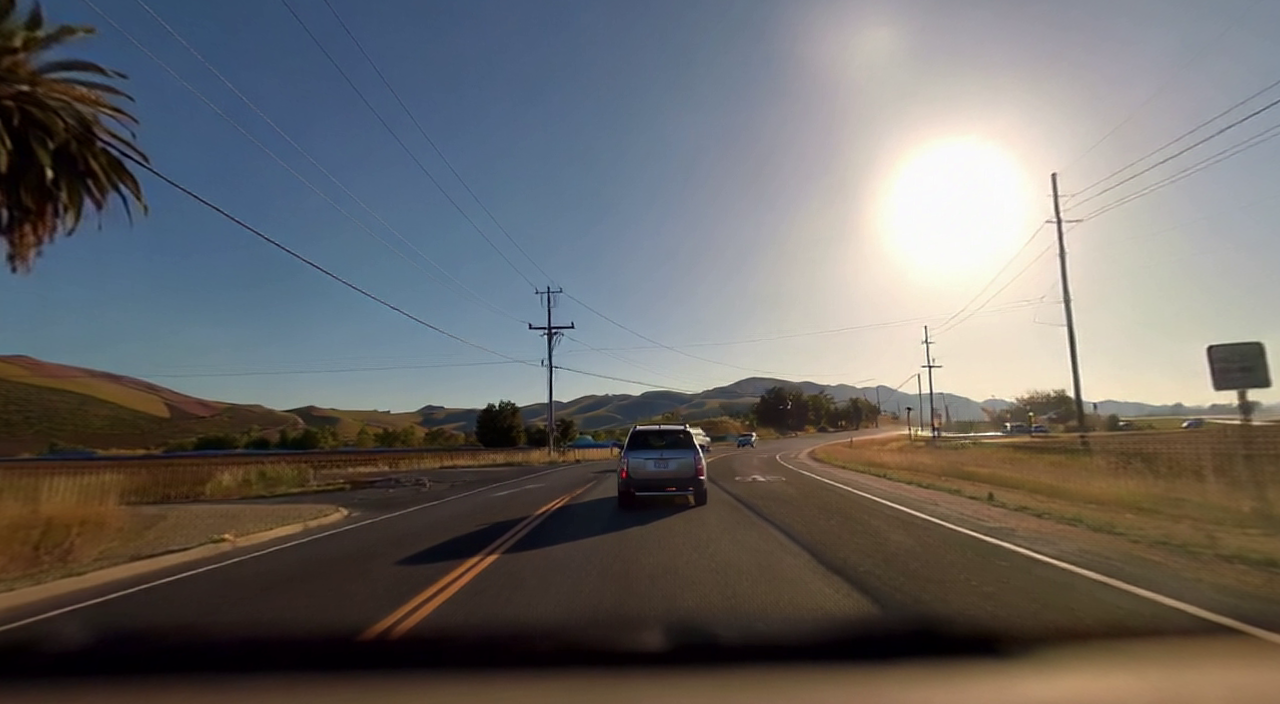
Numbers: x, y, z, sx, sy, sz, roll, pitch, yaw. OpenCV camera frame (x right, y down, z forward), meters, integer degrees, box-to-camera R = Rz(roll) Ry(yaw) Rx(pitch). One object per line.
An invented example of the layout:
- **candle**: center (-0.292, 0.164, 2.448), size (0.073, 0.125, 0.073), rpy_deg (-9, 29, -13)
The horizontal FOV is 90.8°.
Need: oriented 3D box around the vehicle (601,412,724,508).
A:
- **vehicle**: center (0.472, 2.433, 14.586), size (2.364, 1.859, 4.538), rpy_deg (0, -8, 1)
